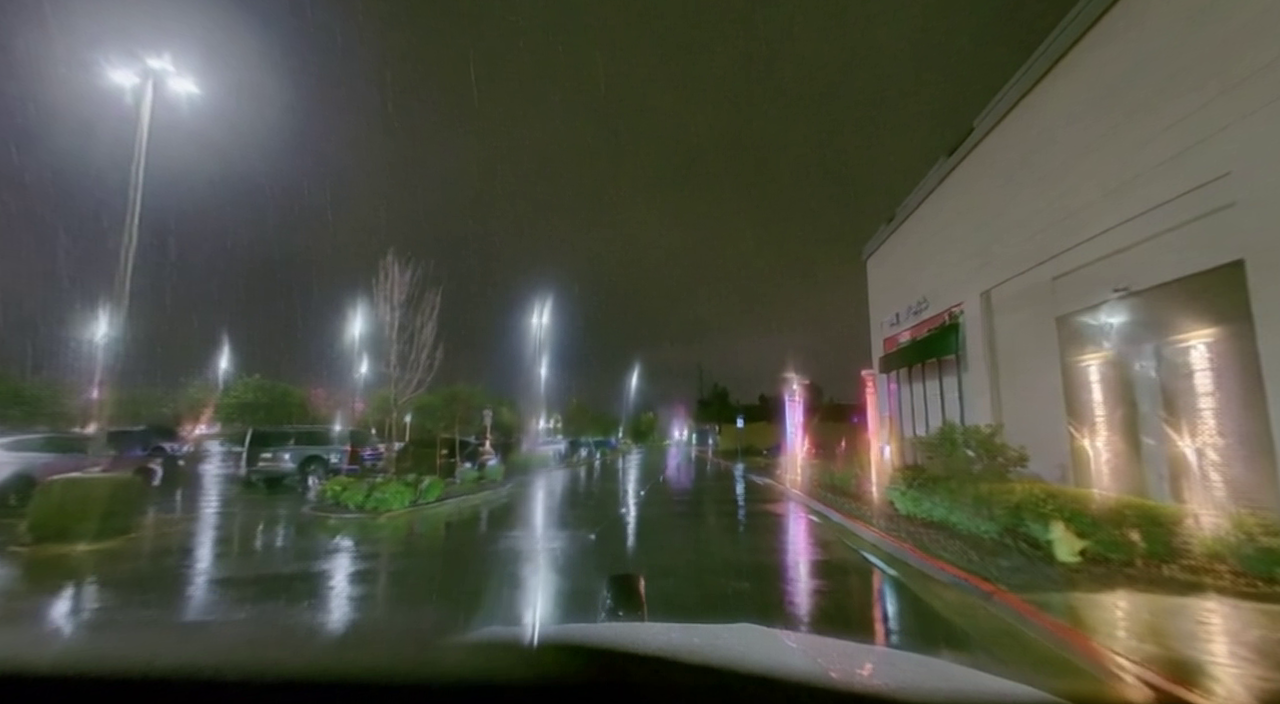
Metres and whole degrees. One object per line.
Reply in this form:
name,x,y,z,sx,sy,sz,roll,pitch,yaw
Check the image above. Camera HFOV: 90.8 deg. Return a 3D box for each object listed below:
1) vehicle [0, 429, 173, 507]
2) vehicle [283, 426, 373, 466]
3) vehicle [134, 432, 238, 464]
vehicle,-12.692,2.406,13.428,1.847,1.443,4.484,-1,-8,5
vehicle,-16.057,4.890,32.840,1.972,1.923,4.535,-1,-8,6
vehicle,-23.897,5.073,33.509,1.876,1.591,4.470,-1,-8,6
